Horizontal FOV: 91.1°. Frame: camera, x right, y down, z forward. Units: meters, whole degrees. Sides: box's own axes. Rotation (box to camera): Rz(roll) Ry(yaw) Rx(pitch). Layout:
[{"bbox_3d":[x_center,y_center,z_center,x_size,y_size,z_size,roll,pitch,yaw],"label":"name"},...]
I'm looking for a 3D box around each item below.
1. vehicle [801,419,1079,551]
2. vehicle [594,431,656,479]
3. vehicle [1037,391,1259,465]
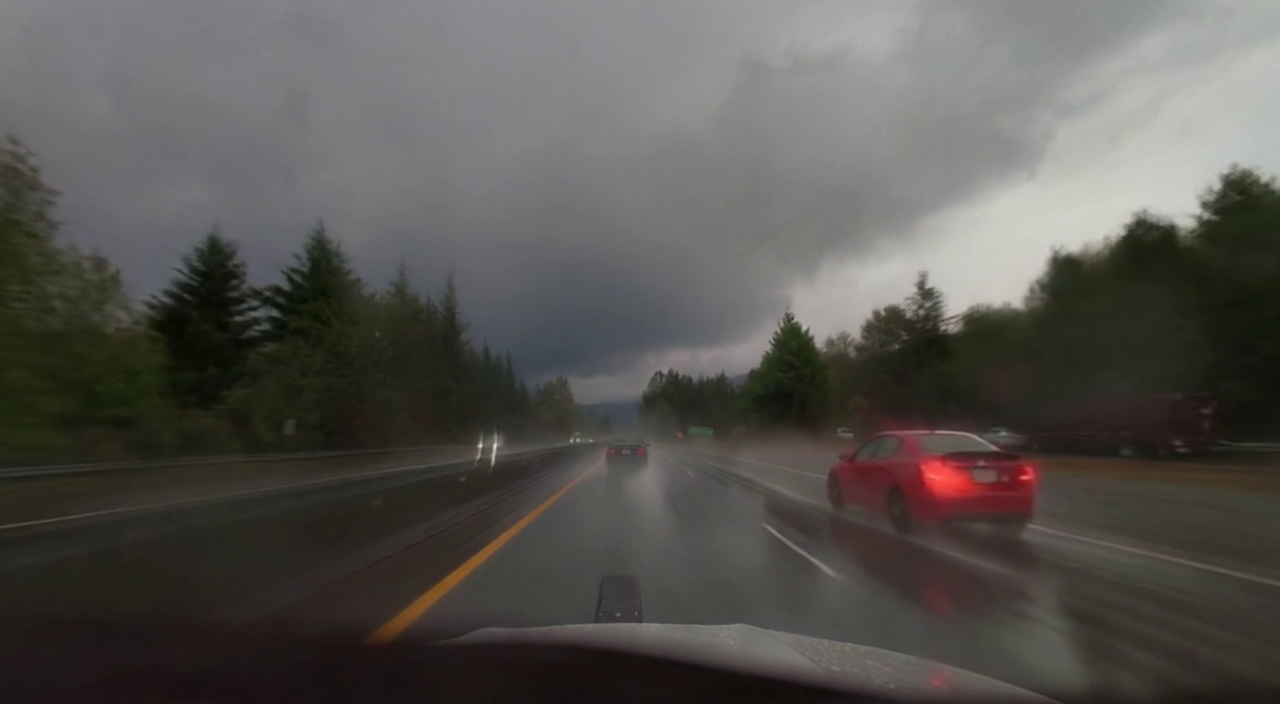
[{"bbox_3d":[4.060,1.838,9.527,2.010,1.508,4.285,0,-8,-2],"label":"vehicle"},{"bbox_3d":[-0.478,3.454,21.394,1.897,1.479,3.724,0,-8,0],"label":"vehicle"},{"bbox_3d":[33.585,5.260,43.274,2.846,4.056,15.175,-3,-7,1],"label":"vehicle"}]
